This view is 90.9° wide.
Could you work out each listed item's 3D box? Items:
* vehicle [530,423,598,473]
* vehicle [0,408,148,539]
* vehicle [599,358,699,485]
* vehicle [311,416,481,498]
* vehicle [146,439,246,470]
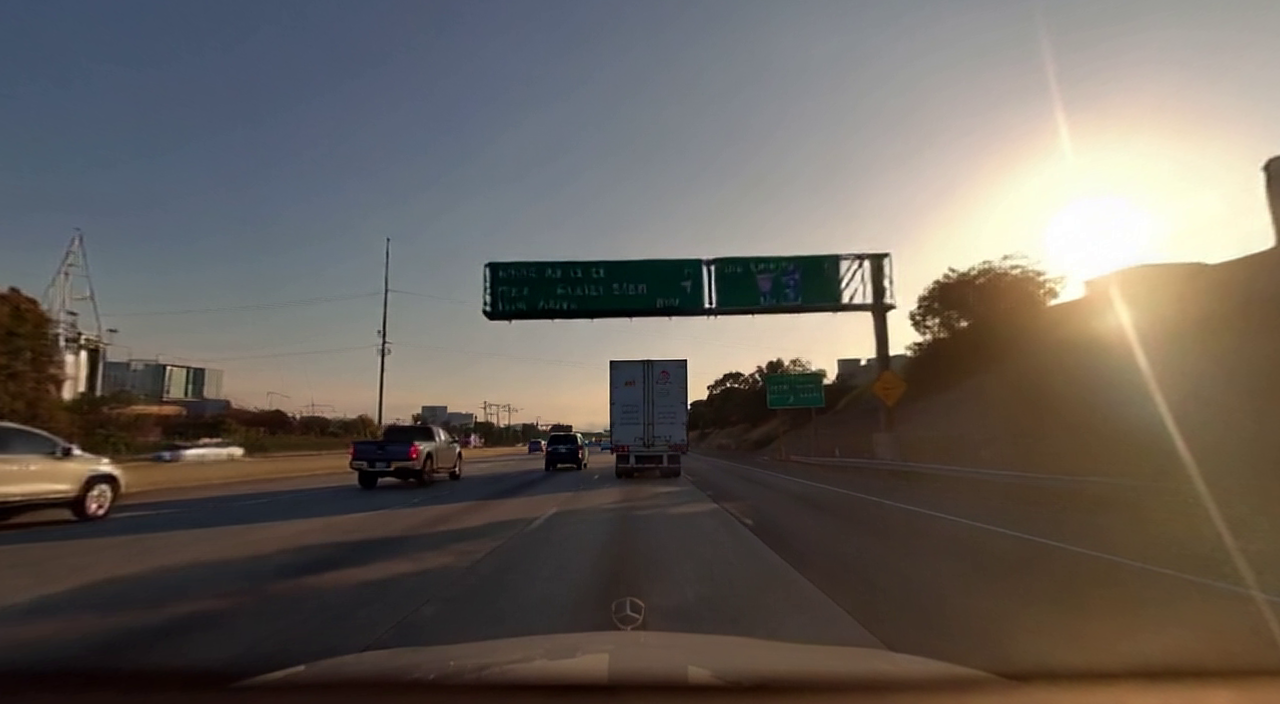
[{"bbox_3d":[-3.371,4.490,29.495,2.379,2.075,6.169,0,-9,1],"label":"vehicle"},{"bbox_3d":[-10.359,1.720,8.858,2.089,1.885,5.888,0,-9,1],"label":"vehicle"},{"bbox_3d":[0.225,2.789,23.730,2.941,3.794,9.851,0,-9,0],"label":"vehicle"},{"bbox_3d":[-6.680,2.996,18.326,2.479,1.978,5.952,0,-9,1],"label":"vehicle"},{"bbox_3d":[-24.222,5.621,34.657,1.996,1.563,4.744,0,-9,0],"label":"vehicle"}]
